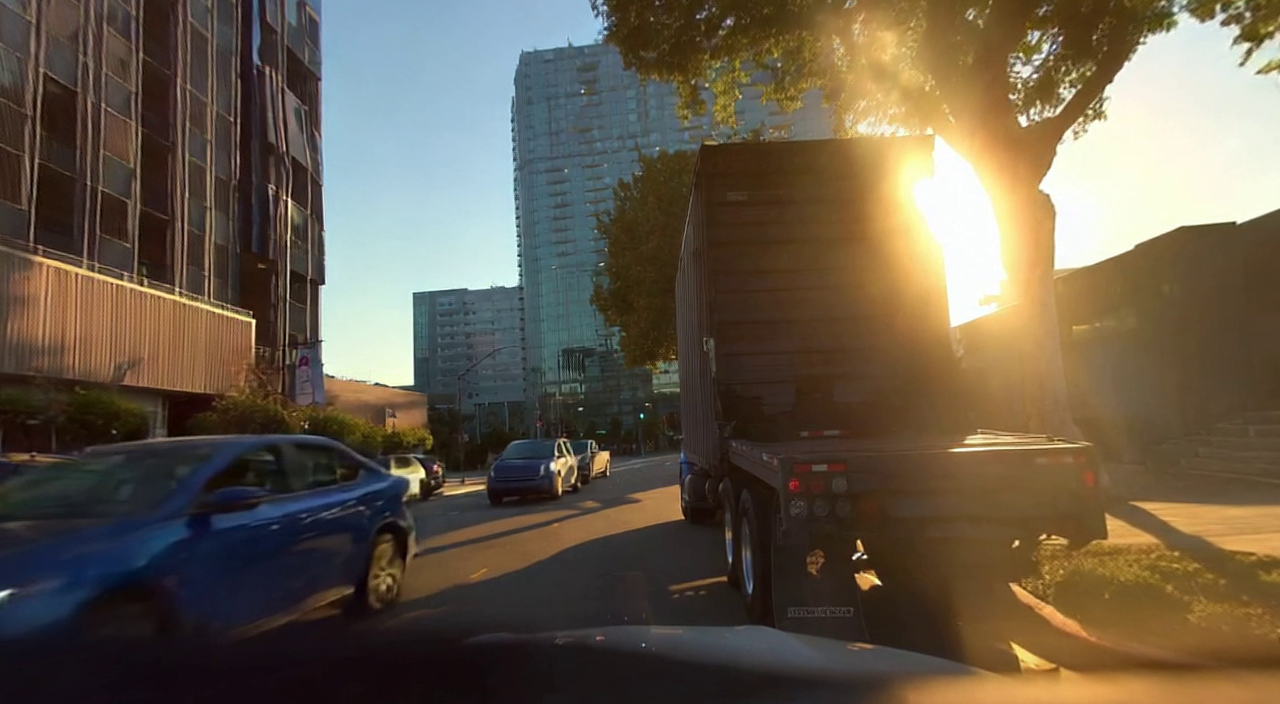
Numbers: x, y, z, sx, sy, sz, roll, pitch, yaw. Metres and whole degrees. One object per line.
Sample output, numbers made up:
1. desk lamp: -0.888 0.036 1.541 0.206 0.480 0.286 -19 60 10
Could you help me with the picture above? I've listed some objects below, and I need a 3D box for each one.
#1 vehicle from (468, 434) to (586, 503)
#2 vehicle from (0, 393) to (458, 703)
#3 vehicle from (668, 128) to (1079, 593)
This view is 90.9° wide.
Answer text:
1. vehicle: -2.935 3.158 17.590 2.311 1.631 4.510 0 -8 2
2. vehicle: -3.161 1.250 4.493 2.183 1.563 4.257 -1 -8 4
3. vehicle: 2.506 0.821 11.265 3.320 4.034 11.553 -1 -8 6
